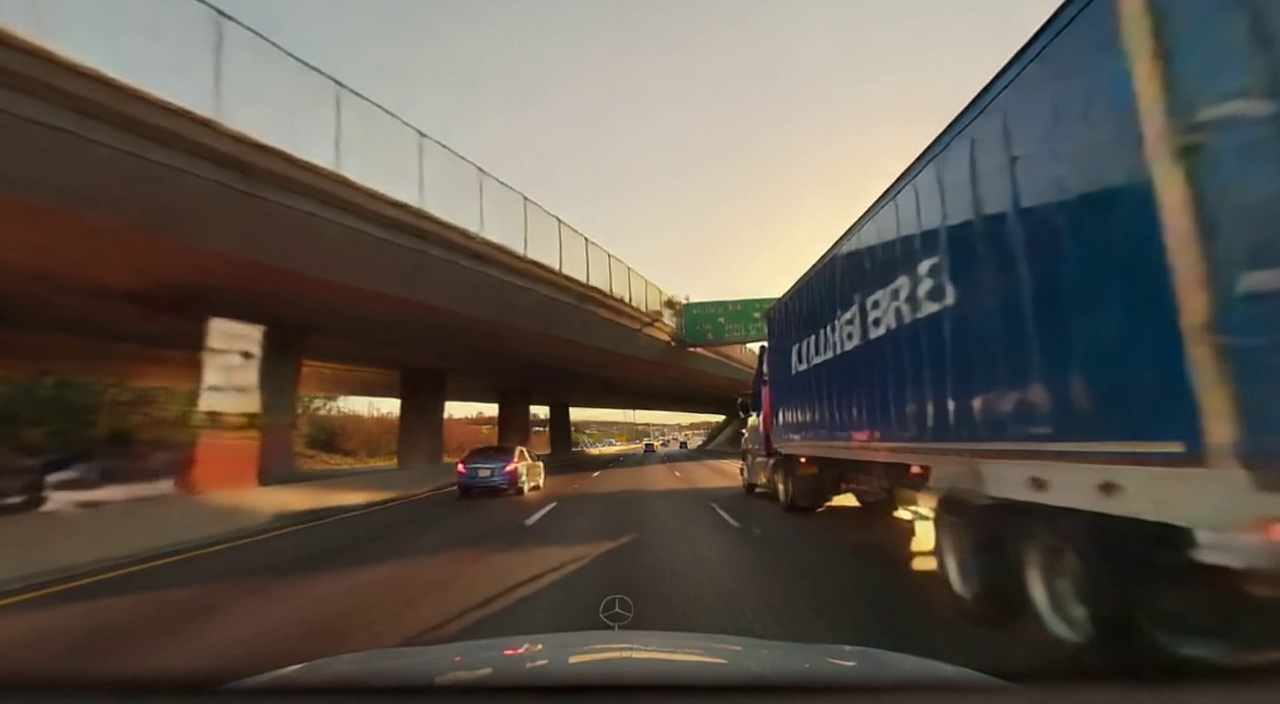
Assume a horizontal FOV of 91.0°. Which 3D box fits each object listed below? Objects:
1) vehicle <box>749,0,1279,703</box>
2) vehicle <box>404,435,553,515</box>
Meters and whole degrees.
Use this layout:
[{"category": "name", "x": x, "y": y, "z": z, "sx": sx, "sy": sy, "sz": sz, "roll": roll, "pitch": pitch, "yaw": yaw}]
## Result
[{"category": "vehicle", "x": 3.839, "y": 0.415, "z": 6.037, "sx": 3.306, "sy": 3.531, "sz": 11.717, "roll": 0, "pitch": -8, "yaw": -1}, {"category": "vehicle", "x": -3.503, "y": 2.740, "z": 14.724, "sx": 2.276, "sy": 1.551, "sz": 4.484, "roll": 0, "pitch": -8, "yaw": 0}]
